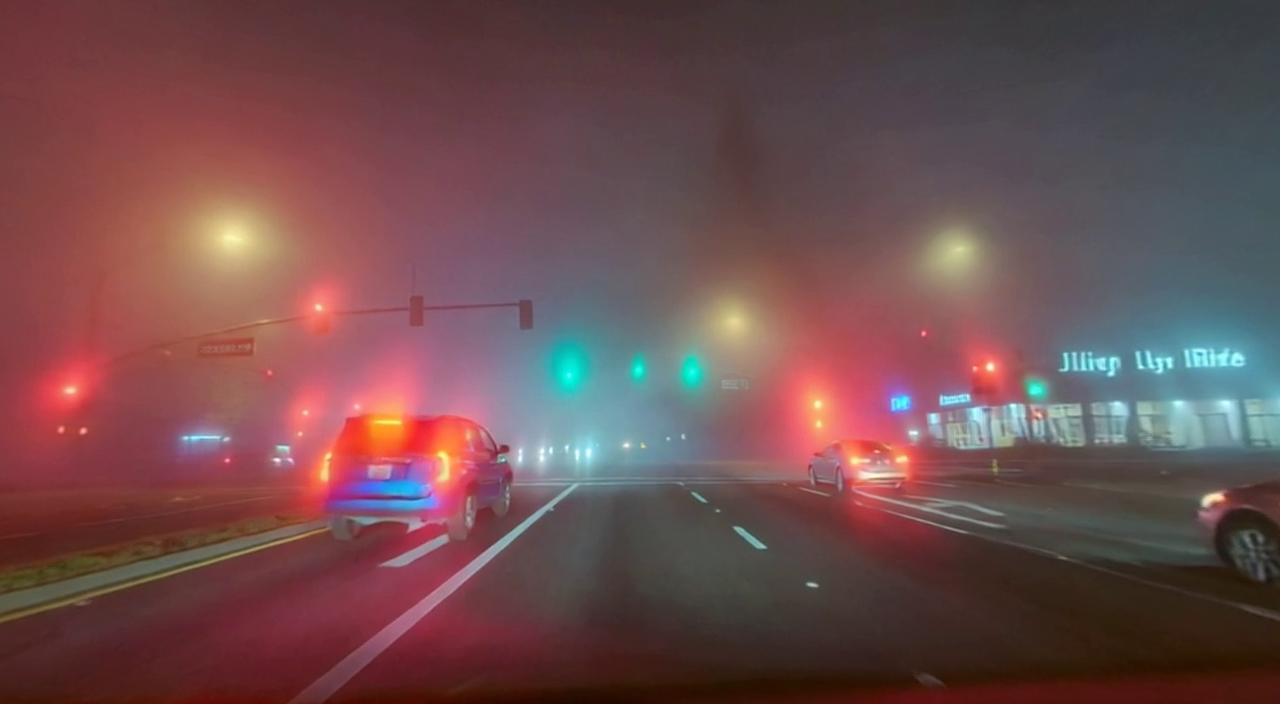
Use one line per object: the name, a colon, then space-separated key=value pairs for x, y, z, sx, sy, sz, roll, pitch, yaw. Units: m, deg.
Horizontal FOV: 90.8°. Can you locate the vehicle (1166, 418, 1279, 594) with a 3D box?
vehicle: x=6.712 y=1.167 z=4.288 sx=2.014 sy=1.539 sz=4.852 roll=0 pitch=-8 yaw=-1

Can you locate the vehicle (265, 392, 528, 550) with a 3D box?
vehicle: x=-3.365 y=1.798 z=10.163 sx=2.313 sy=1.883 sz=5.016 roll=0 pitch=-8 yaw=-1

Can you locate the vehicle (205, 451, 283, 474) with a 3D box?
vehicle: x=-28.640 y=7.968 z=45.737 sx=4.495 sy=1.473 sz=1.813 roll=7 pitch=-11 yaw=-40

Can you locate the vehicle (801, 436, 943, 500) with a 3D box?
vehicle: x=6.069 y=3.076 z=17.274 sx=1.972 sy=1.476 sz=4.775 roll=0 pitch=-8 yaw=-2
